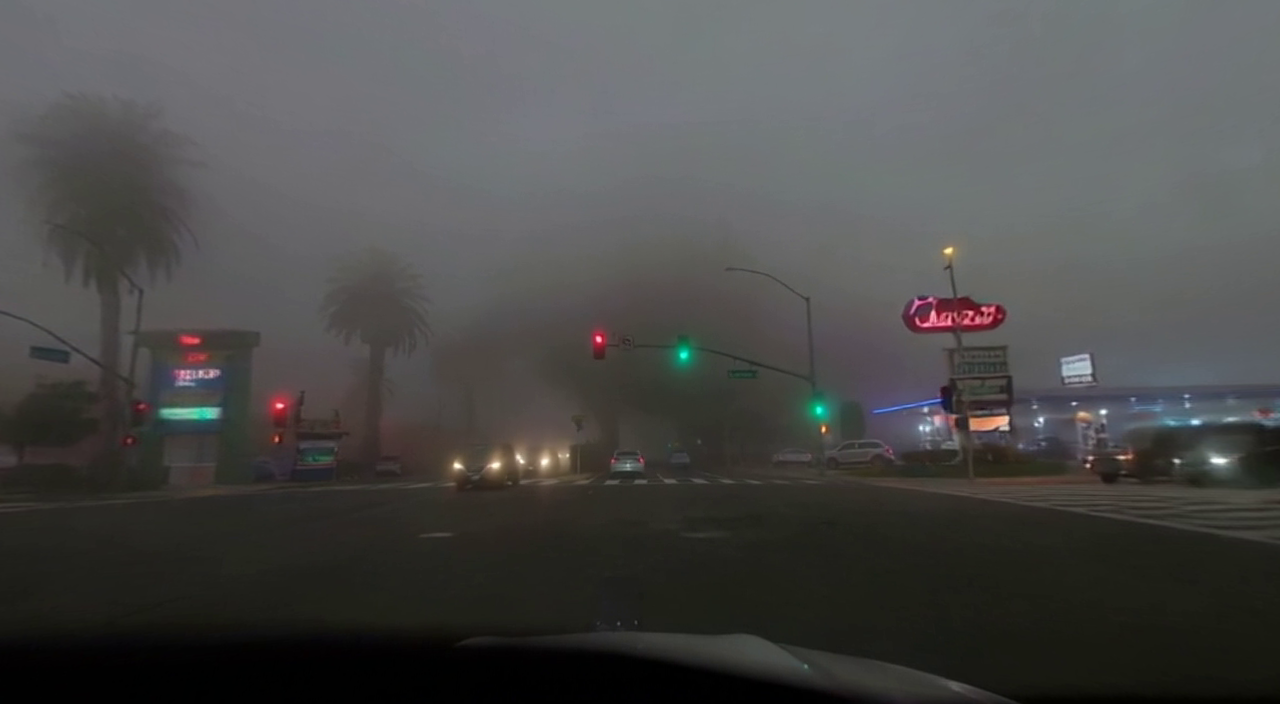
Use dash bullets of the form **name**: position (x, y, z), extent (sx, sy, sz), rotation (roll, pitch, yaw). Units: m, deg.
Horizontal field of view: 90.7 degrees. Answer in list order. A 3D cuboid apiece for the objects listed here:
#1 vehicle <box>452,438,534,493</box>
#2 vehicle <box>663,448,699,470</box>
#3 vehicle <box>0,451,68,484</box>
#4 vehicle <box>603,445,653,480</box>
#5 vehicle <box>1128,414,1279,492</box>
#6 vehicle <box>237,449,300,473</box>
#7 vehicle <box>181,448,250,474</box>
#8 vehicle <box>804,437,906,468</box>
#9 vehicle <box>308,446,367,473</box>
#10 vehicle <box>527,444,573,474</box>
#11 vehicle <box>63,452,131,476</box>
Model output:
- **vehicle**: position (-5.259, 4.068, 23.257), extent (2.032, 1.747, 4.479), rotation (-2, -8, -1)
- **vehicle**: position (2.766, 7.348, 43.666), extent (2.060, 1.471, 4.168), rotation (0, -9, -2)
- **vehicle**: position (-33.838, 6.179, 33.966), extent (1.913, 1.638, 4.553), rotation (0, -9, 0)
- **vehicle**: position (-0.569, 5.124, 29.686), extent (2.160, 1.508, 4.319), rotation (0, -9, -1)
- **vehicle**: position (17.107, 2.774, 17.555), extent (5.173, 1.976, 2.223), rotation (0, -9, 0)
- **vehicle**: position (-27.277, 8.017, 46.618), extent (1.969, 1.627, 4.508), rotation (0, -9, -2)
- **vehicle**: position (-31.093, 7.989, 46.539), extent (2.009, 1.790, 4.501), rotation (0, -9, -2)
- **vehicle**: position (13.665, 6.406, 40.440), extent (5.718, 1.911, 2.088), rotation (0, -9, -2)
- **vehicle**: position (-22.020, 7.835, 46.302), extent (2.061, 1.816, 4.979), rotation (0, -9, -3)
- **vehicle**: position (-5.326, 6.397, 38.031), extent (2.060, 1.643, 4.359), rotation (0, -9, 1)
- **vehicle**: position (-40.325, 8.284, 47.113), extent (1.791, 1.696, 3.791), rotation (0, -9, -3)
